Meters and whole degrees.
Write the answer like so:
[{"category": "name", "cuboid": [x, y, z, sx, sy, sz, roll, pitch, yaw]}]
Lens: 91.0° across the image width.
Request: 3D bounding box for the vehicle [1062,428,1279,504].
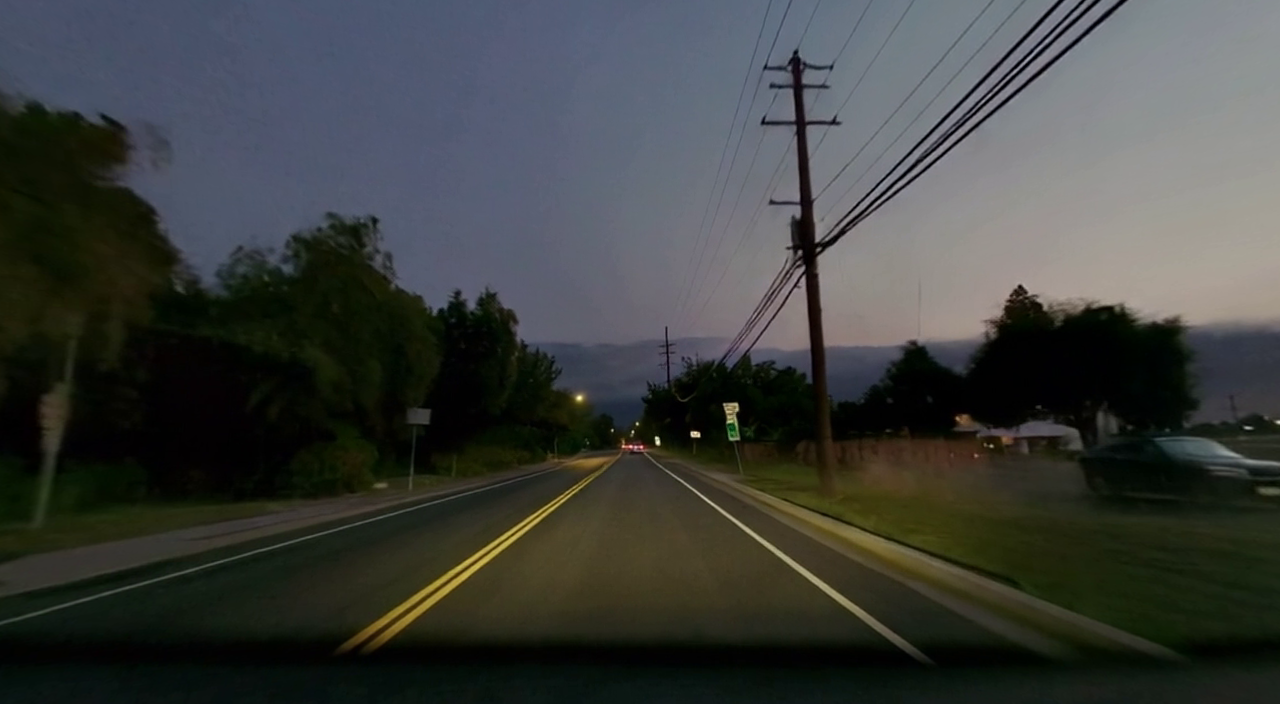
[{"category": "vehicle", "cuboid": [15.970, 3.263, 18.301, 5.494, 2.011, 2.421, -1, -9, 5]}]
